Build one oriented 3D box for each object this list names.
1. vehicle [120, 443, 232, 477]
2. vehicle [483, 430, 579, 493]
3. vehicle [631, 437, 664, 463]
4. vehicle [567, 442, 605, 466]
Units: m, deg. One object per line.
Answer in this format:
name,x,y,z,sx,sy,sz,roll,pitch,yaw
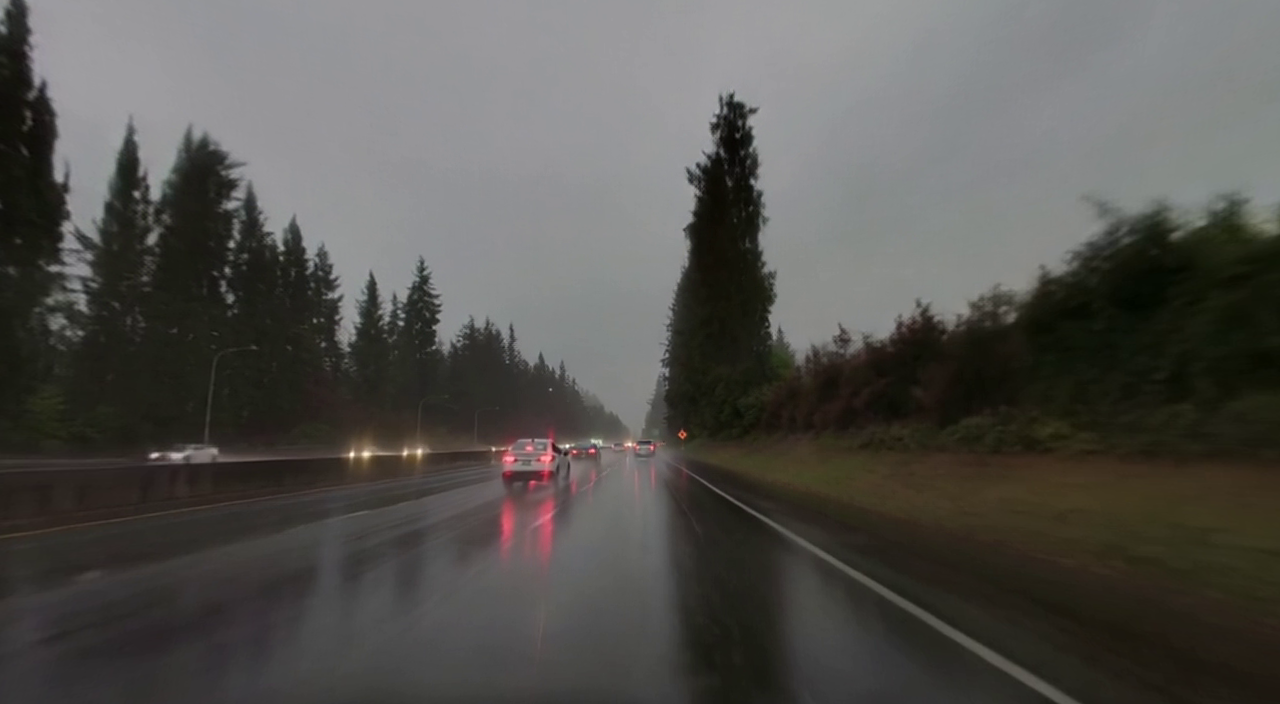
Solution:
vehicle,-27.995,6.501,38.214,2.338,1.906,5.757,0,-8,2
vehicle,-3.152,3.261,19.096,2.056,1.679,4.204,0,-8,1
vehicle,0.535,7.240,46.360,2.285,1.797,4.478,0,-8,0
vehicle,-3.458,6.603,40.783,2.055,1.431,3.921,0,-8,2
